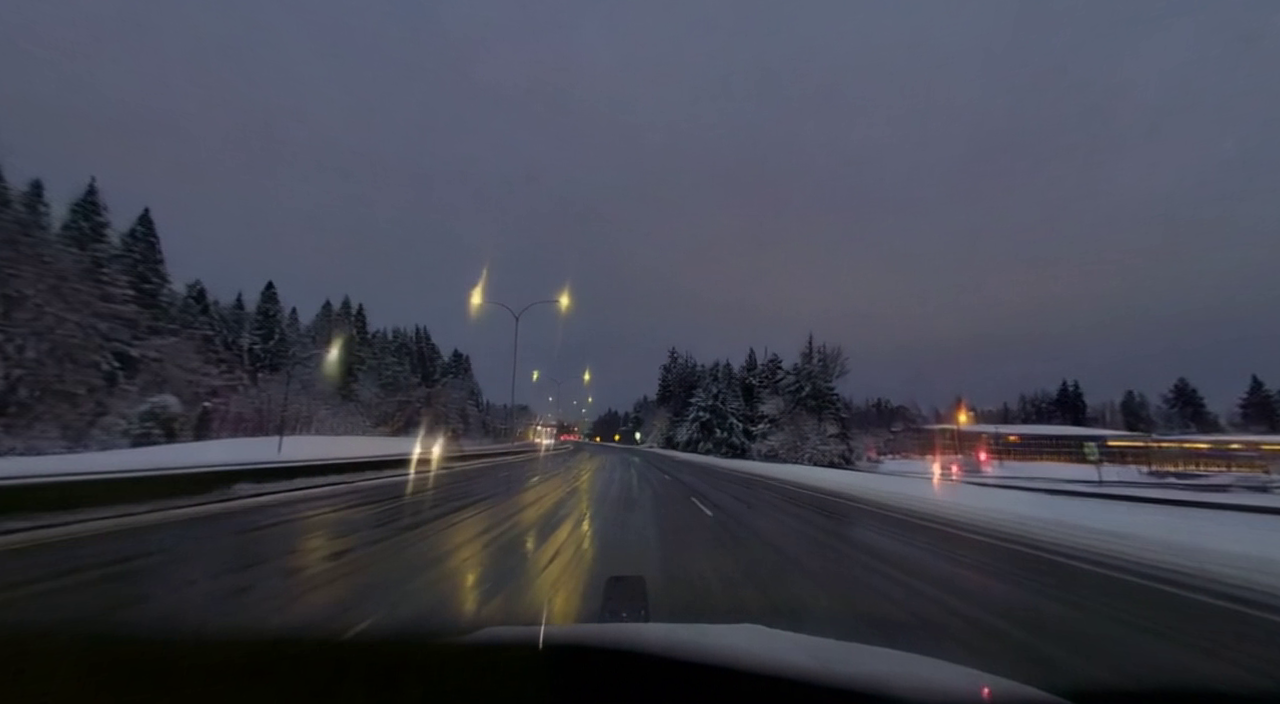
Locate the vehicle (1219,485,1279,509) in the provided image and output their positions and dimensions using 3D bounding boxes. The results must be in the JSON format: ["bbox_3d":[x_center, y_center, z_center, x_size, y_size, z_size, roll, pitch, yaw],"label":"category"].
[{"bbox_3d":[45.446,10.714,46.712,4.599,1.530,2.012,6,-11,-25],"label":"vehicle"}]
